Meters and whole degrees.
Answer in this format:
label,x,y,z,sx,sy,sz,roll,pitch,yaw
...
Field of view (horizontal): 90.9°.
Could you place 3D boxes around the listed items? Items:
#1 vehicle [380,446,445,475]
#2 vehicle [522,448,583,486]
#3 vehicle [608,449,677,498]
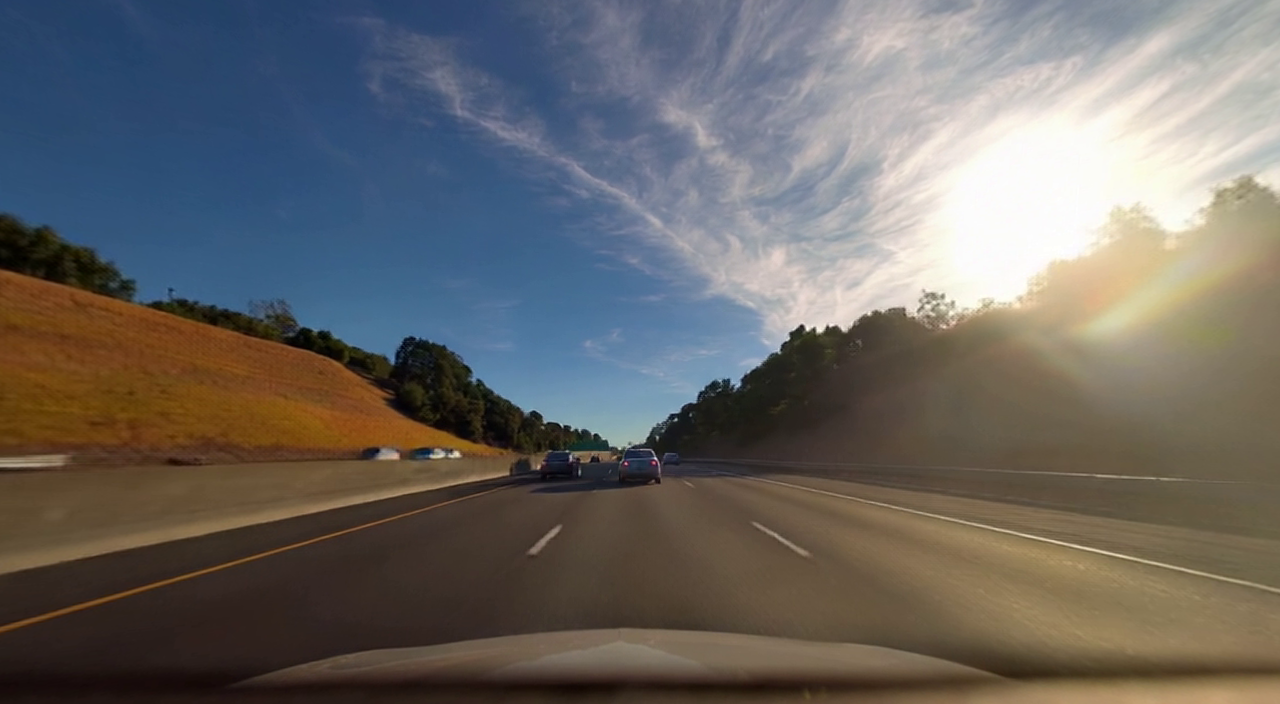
label,x,y,z,sx,sy,sz,roll,pitch,yaw
vehicle,-12.287,5.884,34.323,1.867,1.457,4.487,0,-9,0
vehicle,-3.888,5.180,28.779,2.153,1.581,4.375,0,-9,0
vehicle,0.041,3.886,20.580,2.023,1.400,4.028,0,-9,-1
